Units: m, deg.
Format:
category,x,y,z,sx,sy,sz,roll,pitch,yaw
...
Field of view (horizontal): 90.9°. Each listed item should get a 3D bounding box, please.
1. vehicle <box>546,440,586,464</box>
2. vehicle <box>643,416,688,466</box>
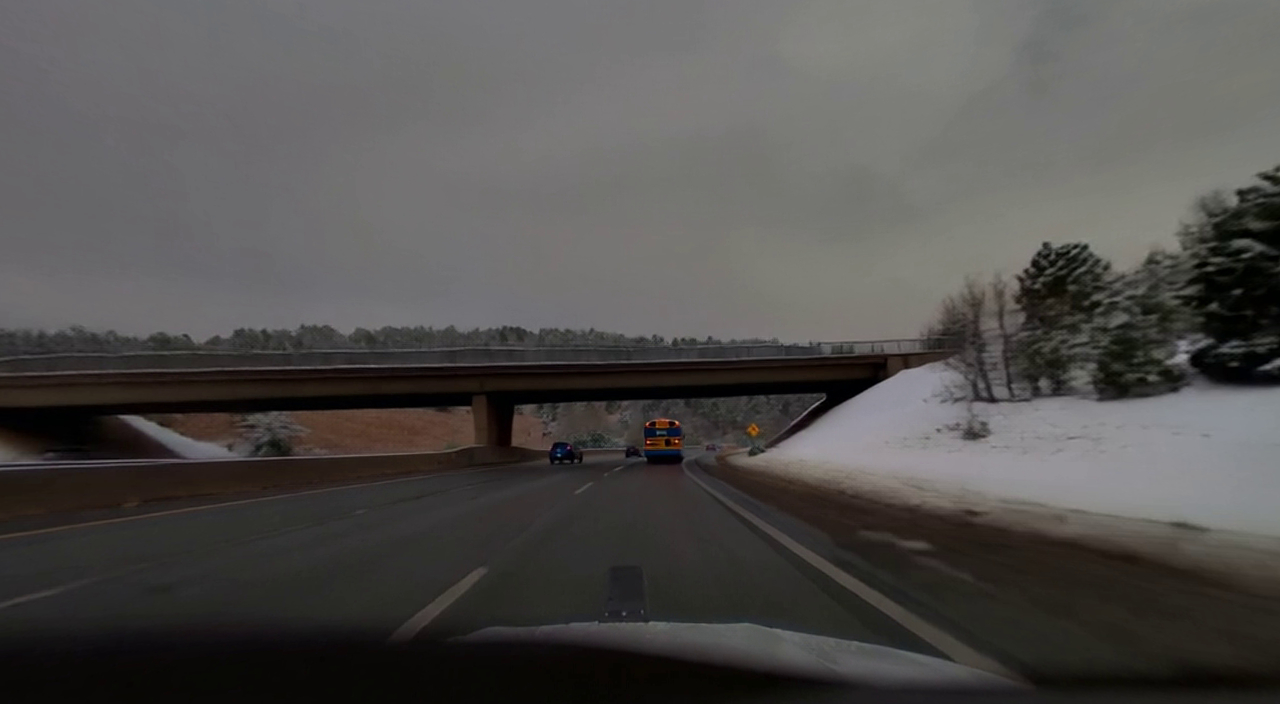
category,x,y,z,sx,sy,sz,roll,pitch,yaw
vehicle,-5.508,7.504,47.566,2.172,1.689,4.625,-1,-8,5
vehicle,1.990,6.638,47.062,2.945,3.295,10.406,0,-8,3
